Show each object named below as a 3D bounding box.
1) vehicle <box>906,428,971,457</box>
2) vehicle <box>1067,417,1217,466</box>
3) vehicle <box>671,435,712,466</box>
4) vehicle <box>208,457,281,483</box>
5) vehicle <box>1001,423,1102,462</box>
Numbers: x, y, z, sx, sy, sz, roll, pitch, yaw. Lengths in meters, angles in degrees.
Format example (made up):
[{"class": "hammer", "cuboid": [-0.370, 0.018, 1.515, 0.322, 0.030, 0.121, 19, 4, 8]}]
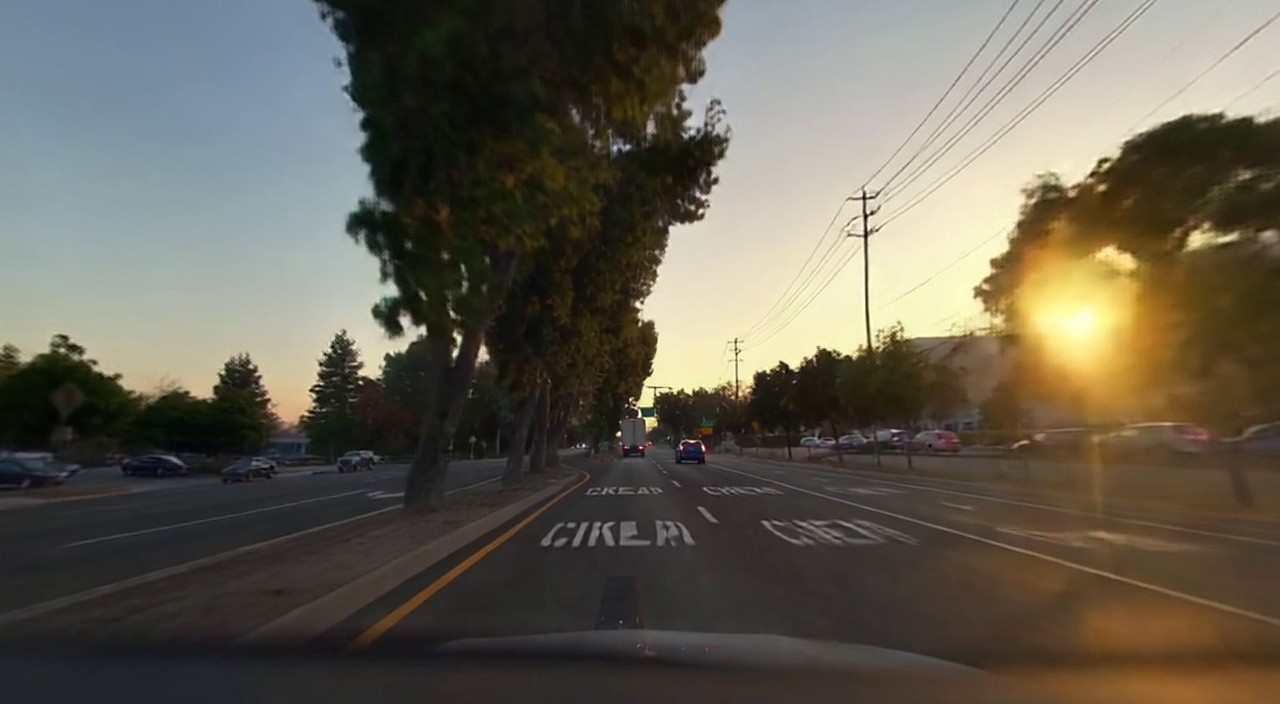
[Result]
[{"class": "vehicle", "cuboid": [20.396, 6.241, 43.444, 1.993, 1.854, 5.008, 0, -8, -1]}, {"class": "vehicle", "cuboid": [20.096, 3.642, 25.658, 1.941, 1.784, 4.967, 0, -8, -1]}, {"class": "vehicle", "cuboid": [3.111, 6.079, 39.152, 2.086, 1.803, 4.607, 0, -8, -1]}, {"class": "vehicle", "cuboid": [-26.253, 7.823, 42.108, 1.883, 1.482, 4.779, 0, -8, -2]}, {"class": "vehicle", "cuboid": [20.118, 4.481, 31.145, 1.939, 1.753, 4.469, 0, -8, 0]}]
